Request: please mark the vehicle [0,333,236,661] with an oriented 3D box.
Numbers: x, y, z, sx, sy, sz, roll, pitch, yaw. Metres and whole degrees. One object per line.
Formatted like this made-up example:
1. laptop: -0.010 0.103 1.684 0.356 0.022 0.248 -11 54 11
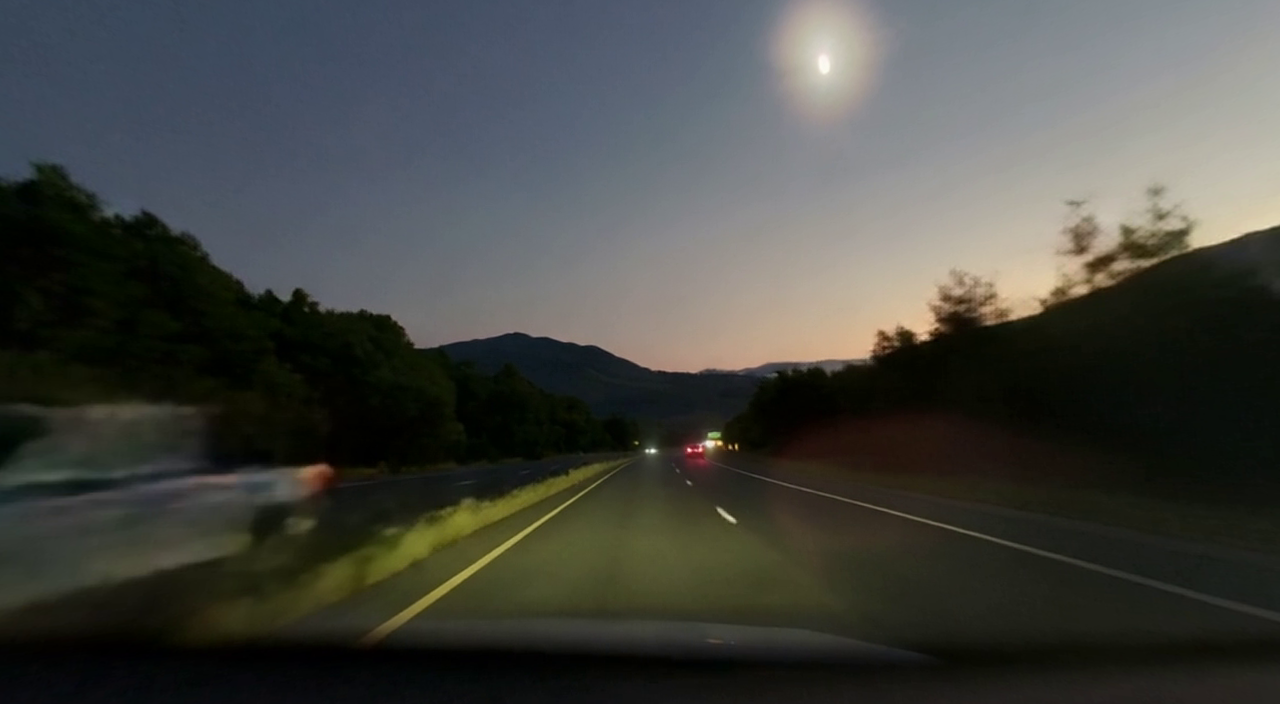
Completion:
1. vehicle: -5.206 0.785 3.106 2.533 2.001 5.922 0 -8 0
